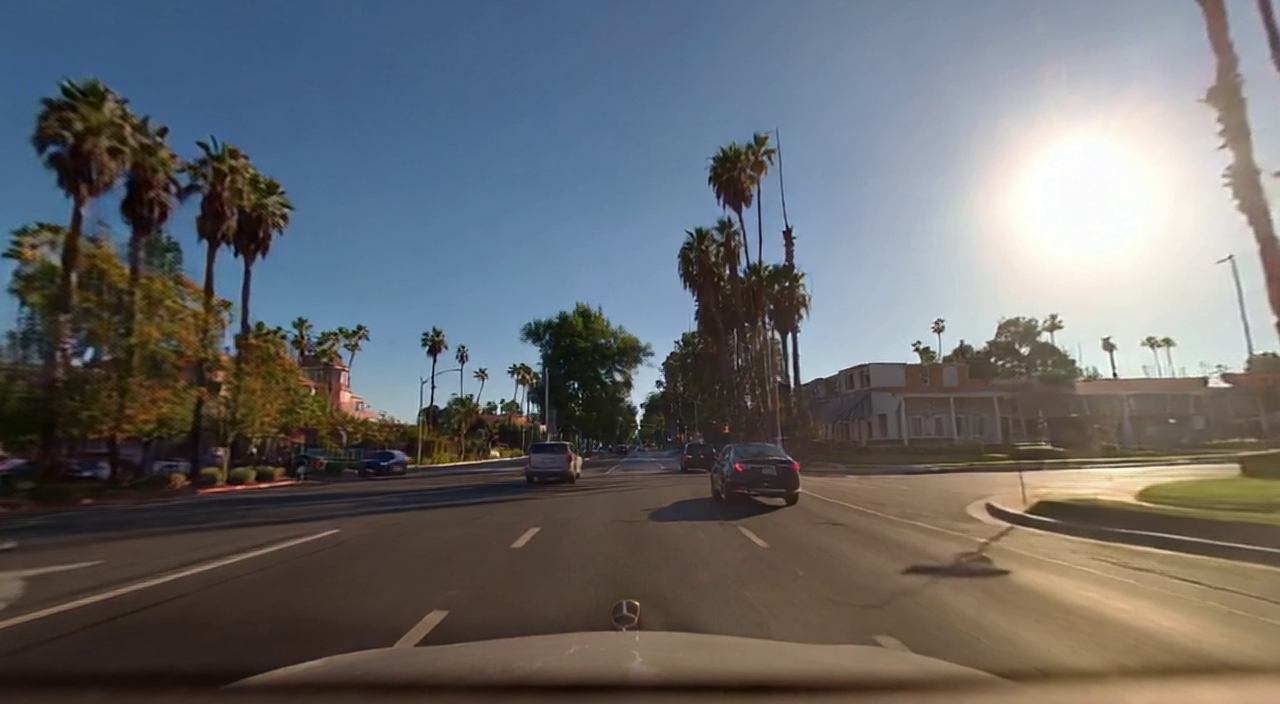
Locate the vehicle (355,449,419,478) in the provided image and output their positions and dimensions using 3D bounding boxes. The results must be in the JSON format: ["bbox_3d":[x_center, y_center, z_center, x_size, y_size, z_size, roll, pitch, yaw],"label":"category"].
[{"bbox_3d":[-18.182,8.014,45.543,2.221,1.921,5.743,0,-9,1],"label":"vehicle"}]

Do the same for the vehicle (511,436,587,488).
[{"bbox_3d":[-3.210,4.013,23.299,2.084,1.735,4.528,0,-8,1],"label":"vehicle"}]

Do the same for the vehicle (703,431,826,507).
[{"bbox_3d":[3.019,2.947,16.253,2.084,1.682,4.148,1,-9,-3],"label":"vehicle"}]

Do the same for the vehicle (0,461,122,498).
[{"bbox_3d":[-28.920,6.295,31.209,4.586,1.513,1.973,-2,-9,-3],"label":"vehicle"}]
